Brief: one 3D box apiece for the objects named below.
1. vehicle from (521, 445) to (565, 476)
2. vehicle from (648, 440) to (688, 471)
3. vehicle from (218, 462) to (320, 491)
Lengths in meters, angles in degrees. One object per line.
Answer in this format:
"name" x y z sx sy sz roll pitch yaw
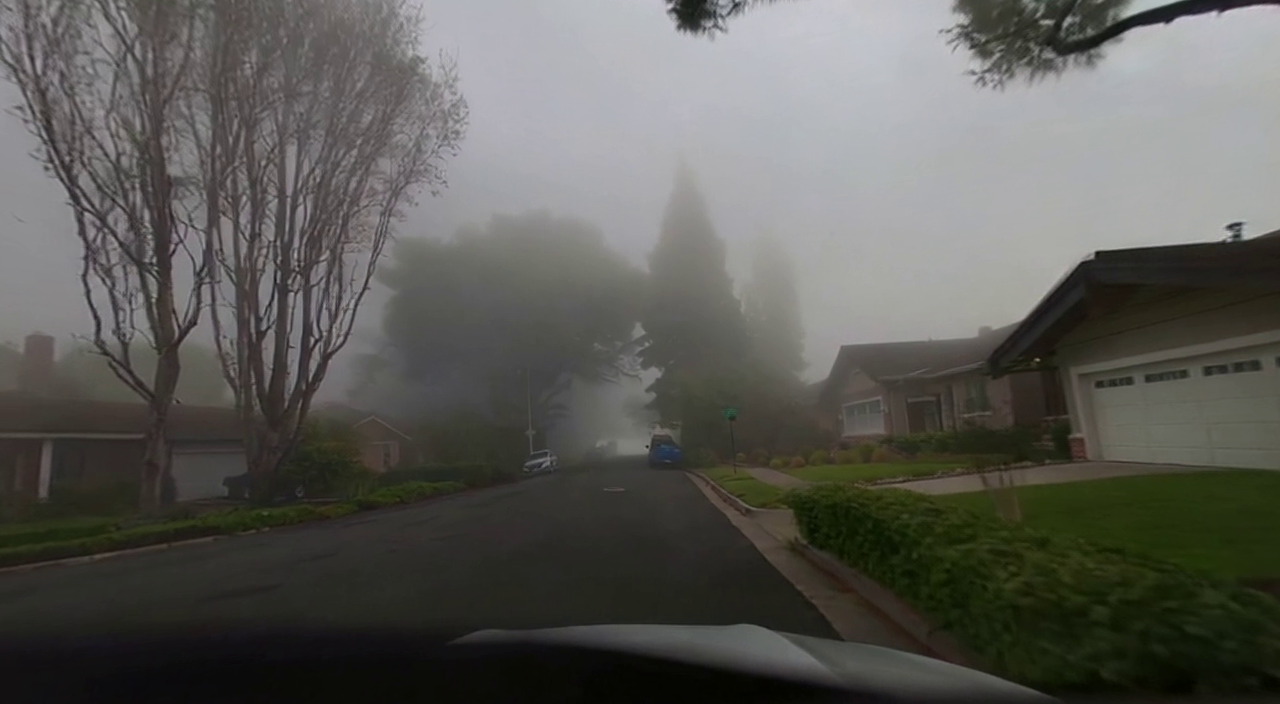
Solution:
"vehicle" -6.830 7.665 44.876 2.208 1.834 4.675 -5 -9 0
"vehicle" 1.477 5.705 34.832 2.005 1.553 3.984 -1 -9 -1
"vehicle" -20.109 6.766 34.394 4.404 1.495 1.844 -1 -8 3
